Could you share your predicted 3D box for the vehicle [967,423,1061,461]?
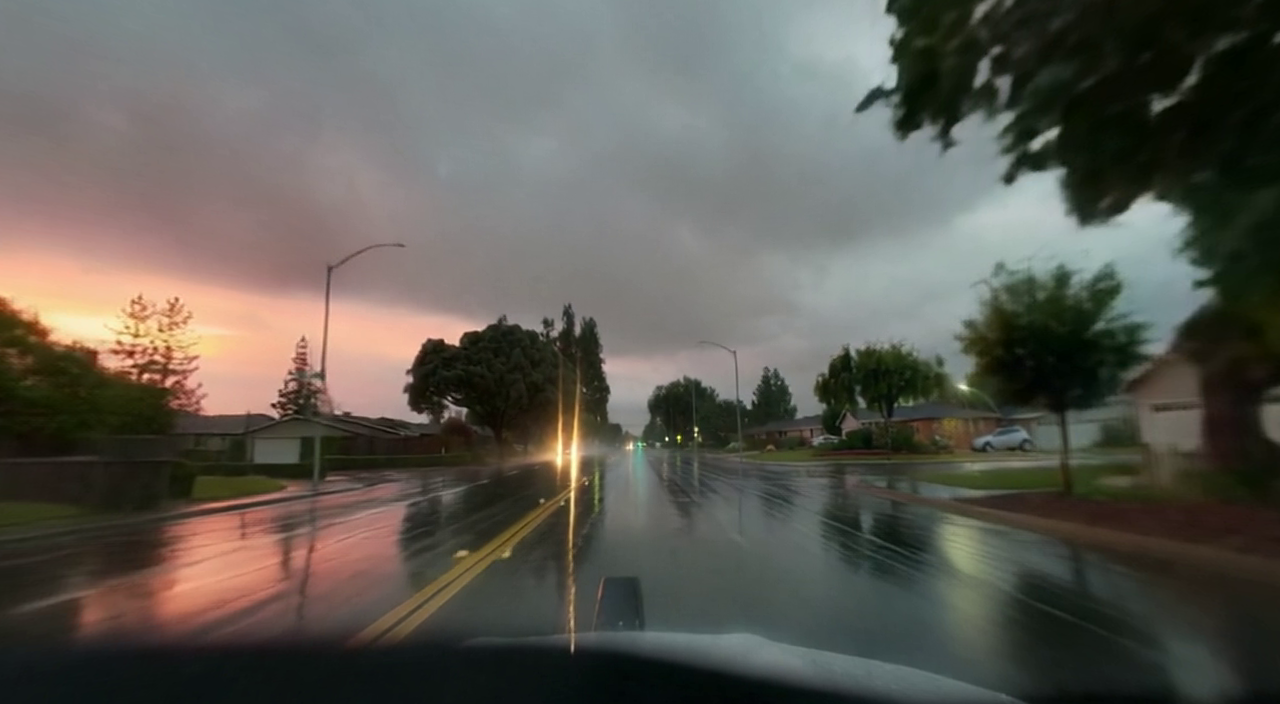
[{"bbox_3d":[28.705,6.901,48.654,5.564,2.741,2.347,0,-8,4],"label":"vehicle"}]
